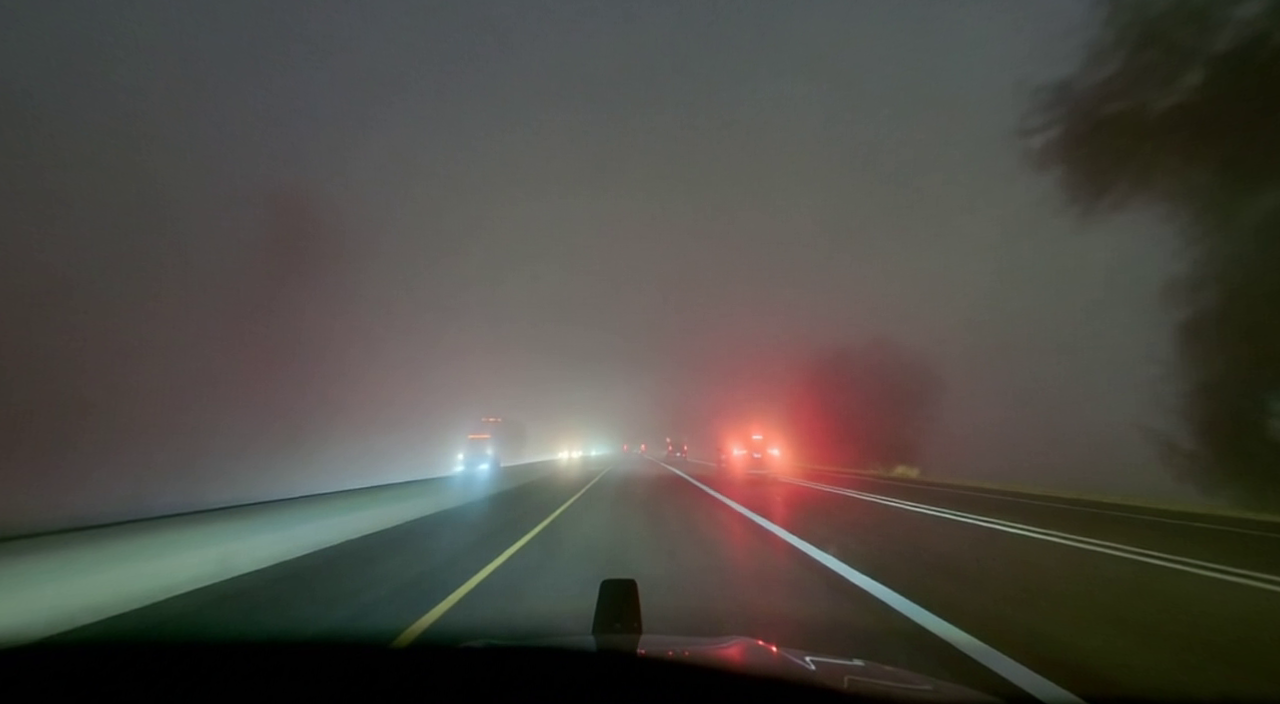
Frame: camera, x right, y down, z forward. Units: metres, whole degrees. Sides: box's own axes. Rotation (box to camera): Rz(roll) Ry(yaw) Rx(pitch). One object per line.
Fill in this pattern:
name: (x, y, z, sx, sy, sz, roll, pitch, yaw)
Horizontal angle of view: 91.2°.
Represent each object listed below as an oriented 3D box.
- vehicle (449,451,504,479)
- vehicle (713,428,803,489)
vehicle: (-9.319, 6.440, 36.061, 1.967, 1.492, 4.280, 0, -9, 0)
vehicle: (4.038, 3.790, 22.488, 2.177, 1.914, 5.245, 0, -9, 0)
